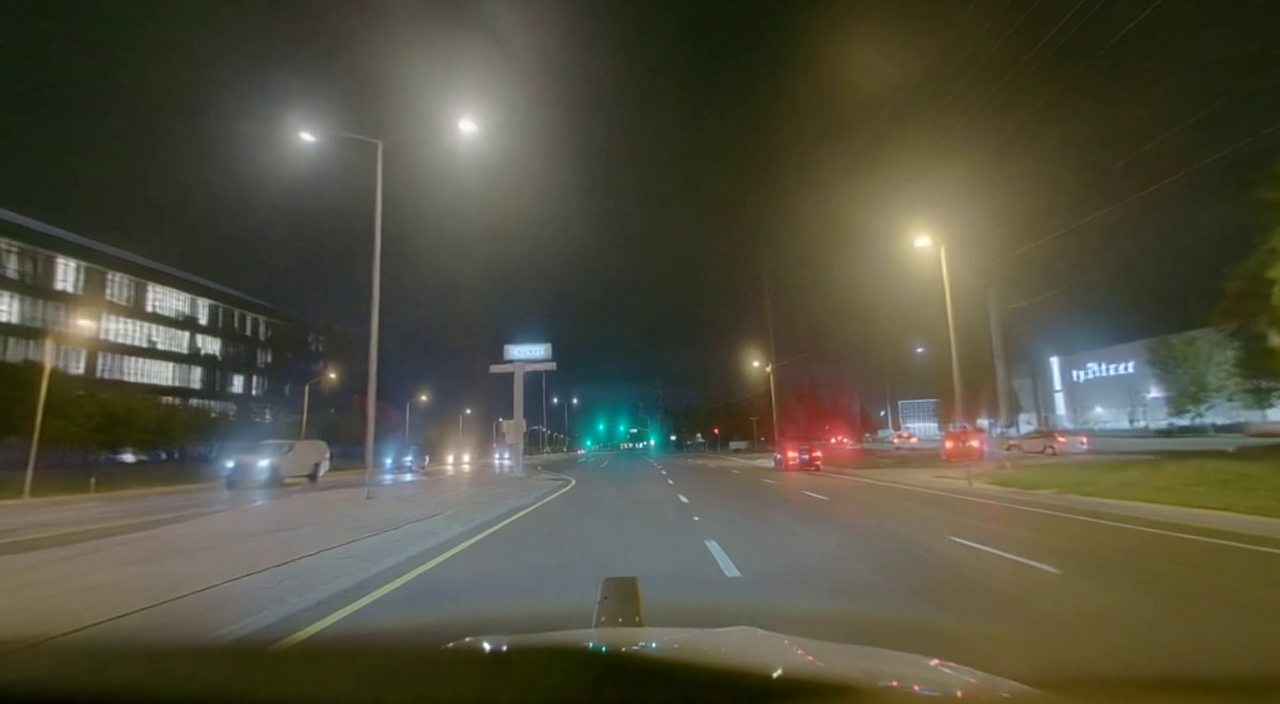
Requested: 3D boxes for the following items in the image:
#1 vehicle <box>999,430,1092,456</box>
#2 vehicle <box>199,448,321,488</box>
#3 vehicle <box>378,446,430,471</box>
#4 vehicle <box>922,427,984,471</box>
[{"bbox_3d":[31.445,7.100,49.134,5.509,1.904,2.614,1,-9,-6],"label":"vehicle"},{"bbox_3d":[-18.545,5.671,31.255,2.575,1.738,5.473,-1,-9,1],"label":"vehicle"},{"bbox_3d":[-18.251,8.240,49.121,2.041,1.826,4.878,-1,-9,1],"label":"vehicle"},{"bbox_3d":[17.062,5.286,34.591,1.686,2.284,3.164,0,-8,1],"label":"vehicle"}]
